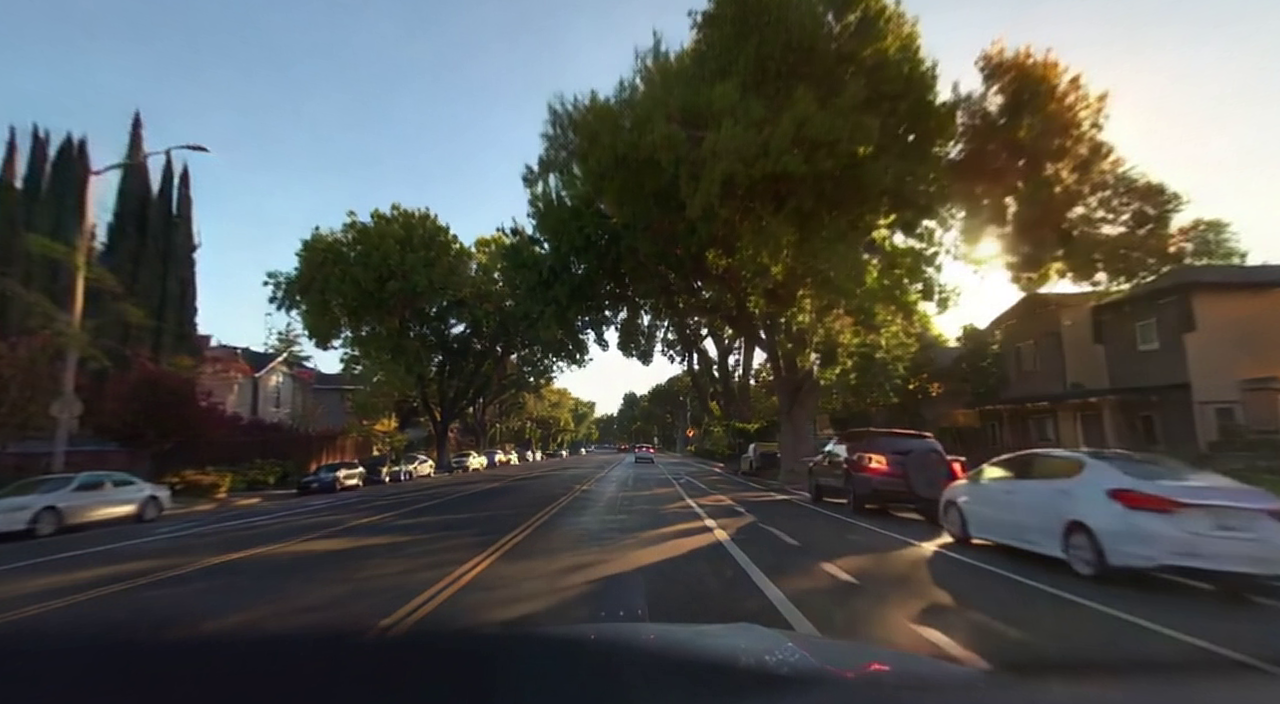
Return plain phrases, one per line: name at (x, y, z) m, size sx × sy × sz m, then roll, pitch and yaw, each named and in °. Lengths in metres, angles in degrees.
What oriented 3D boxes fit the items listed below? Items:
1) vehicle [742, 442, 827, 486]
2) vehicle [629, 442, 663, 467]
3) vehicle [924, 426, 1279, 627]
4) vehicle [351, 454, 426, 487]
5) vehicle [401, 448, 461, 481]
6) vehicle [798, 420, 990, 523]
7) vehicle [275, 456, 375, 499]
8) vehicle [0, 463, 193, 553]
vehicle at (5.260, 4.147, 23.732) m, size 1.978 × 1.438 × 4.716 m, roll 0°, pitch -9°, yaw -1°
vehicle at (0.322, 6.416, 39.821) m, size 2.022 × 1.471 × 3.973 m, roll 0°, pitch -9°, yaw -1°
vehicle at (5.109, 1.643, 7.009) m, size 1.839 × 1.478 × 4.459 m, roll 0°, pitch -9°, yaw 0°
vehicle at (-12.335, 5.836, 31.384) m, size 1.916 × 1.463 × 4.564 m, roll 0°, pitch -9°, yaw -1°
vehicle at (-12.187, 6.559, 37.175) m, size 1.905 × 1.503 × 5.015 m, roll -5°, pitch -8°, yaw -2°
vehicle at (5.145, 2.499, 13.734) m, size 2.078 × 1.813 × 4.827 m, roll 0°, pitch -9°, yaw -1°
vehicle at (-12.519, 4.973, 25.441) m, size 1.877 × 1.505 × 4.125 m, roll 0°, pitch -9°, yaw 0°
vehicle at (-12.354, 3.235, 13.790) m, size 1.853 × 1.497 × 4.527 m, roll 0°, pitch -9°, yaw 0°
